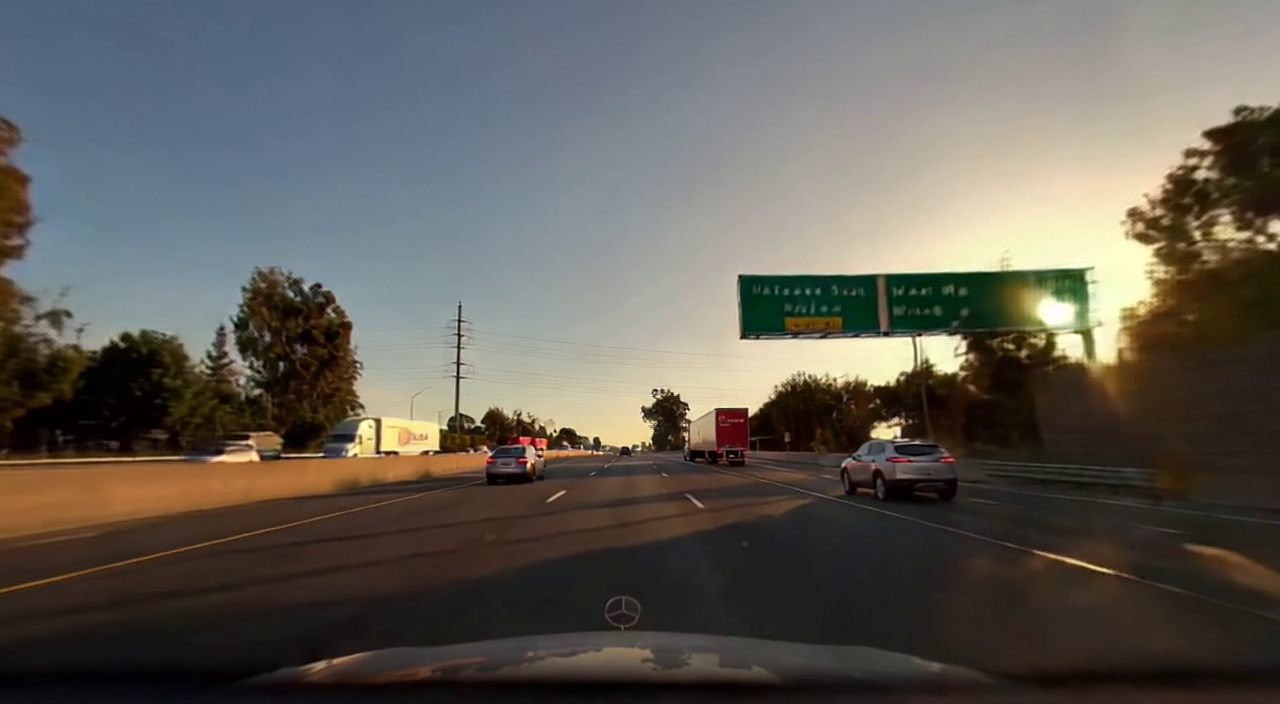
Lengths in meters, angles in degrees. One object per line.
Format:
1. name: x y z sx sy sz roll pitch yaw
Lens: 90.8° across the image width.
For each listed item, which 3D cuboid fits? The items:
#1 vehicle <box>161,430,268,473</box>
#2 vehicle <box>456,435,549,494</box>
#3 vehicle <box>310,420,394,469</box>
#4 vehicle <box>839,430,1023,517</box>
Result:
1. vehicle: -24.388 5.746 36.584 2.205 2.293 5.841 0 -9 -1
2. vehicle: -4.214 3.516 20.048 2.027 1.651 4.099 0 -9 0
3. vehicle: -20.859 6.780 46.248 2.949 3.338 6.668 0 -9 0
4. vehicle: 6.309 2.679 14.405 1.991 1.647 4.409 0 -9 -1
